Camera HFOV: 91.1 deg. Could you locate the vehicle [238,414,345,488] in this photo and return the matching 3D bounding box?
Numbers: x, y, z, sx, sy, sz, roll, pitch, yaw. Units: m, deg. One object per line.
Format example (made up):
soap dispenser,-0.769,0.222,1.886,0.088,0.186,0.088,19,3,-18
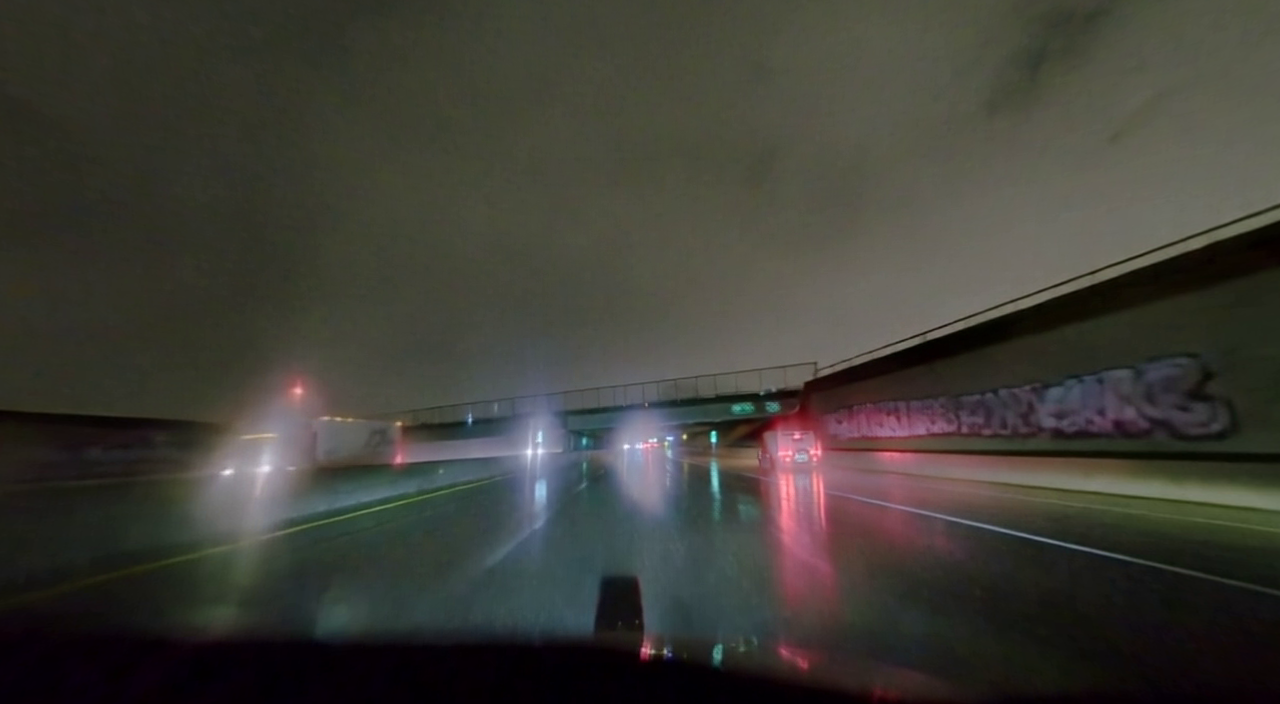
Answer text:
vehicle,-20.717,5.909,37.806,2.916,4.032,5.977,0,-9,-1
